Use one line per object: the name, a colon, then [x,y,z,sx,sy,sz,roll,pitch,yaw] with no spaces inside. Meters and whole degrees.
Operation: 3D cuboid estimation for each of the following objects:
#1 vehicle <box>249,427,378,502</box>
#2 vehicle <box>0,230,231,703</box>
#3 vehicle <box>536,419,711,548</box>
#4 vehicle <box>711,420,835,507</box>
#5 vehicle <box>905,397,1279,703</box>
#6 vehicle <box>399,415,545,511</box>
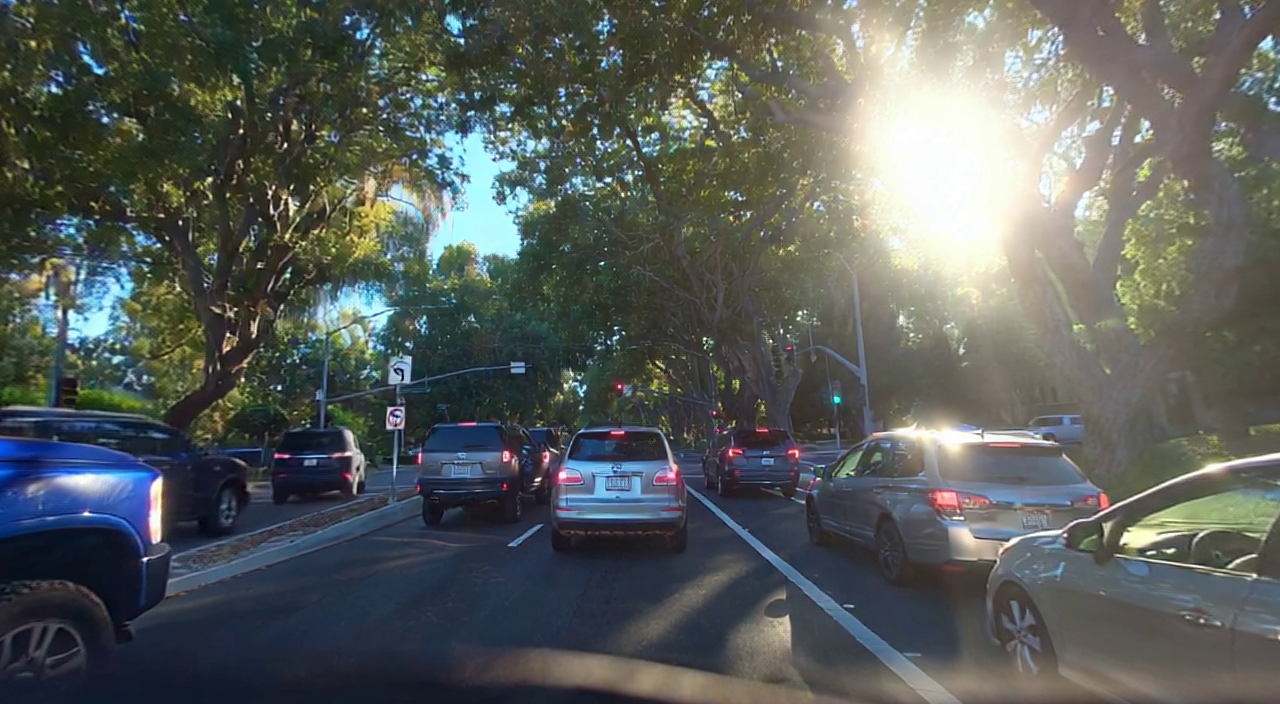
vehicle: [-8.964,3.098,17.826,2.256,1.799,4.831,2,-9,-16]
vehicle: [-3.490,0.346,0.317,2.656,2.021,5.800,0,-8,0]
vehicle: [-0.221,1.938,9.873,2.194,1.607,3.690,0,-8,0]
vehicle: [3.131,2.735,15.907,2.102,1.841,4.587,0,-8,0]
vehicle: [3.019,0.959,2.514,1.874,1.477,4.698,0,-8,0]
vehicle: [-3.636,2.518,14.662,2.089,1.857,4.488,0,-8,1]
